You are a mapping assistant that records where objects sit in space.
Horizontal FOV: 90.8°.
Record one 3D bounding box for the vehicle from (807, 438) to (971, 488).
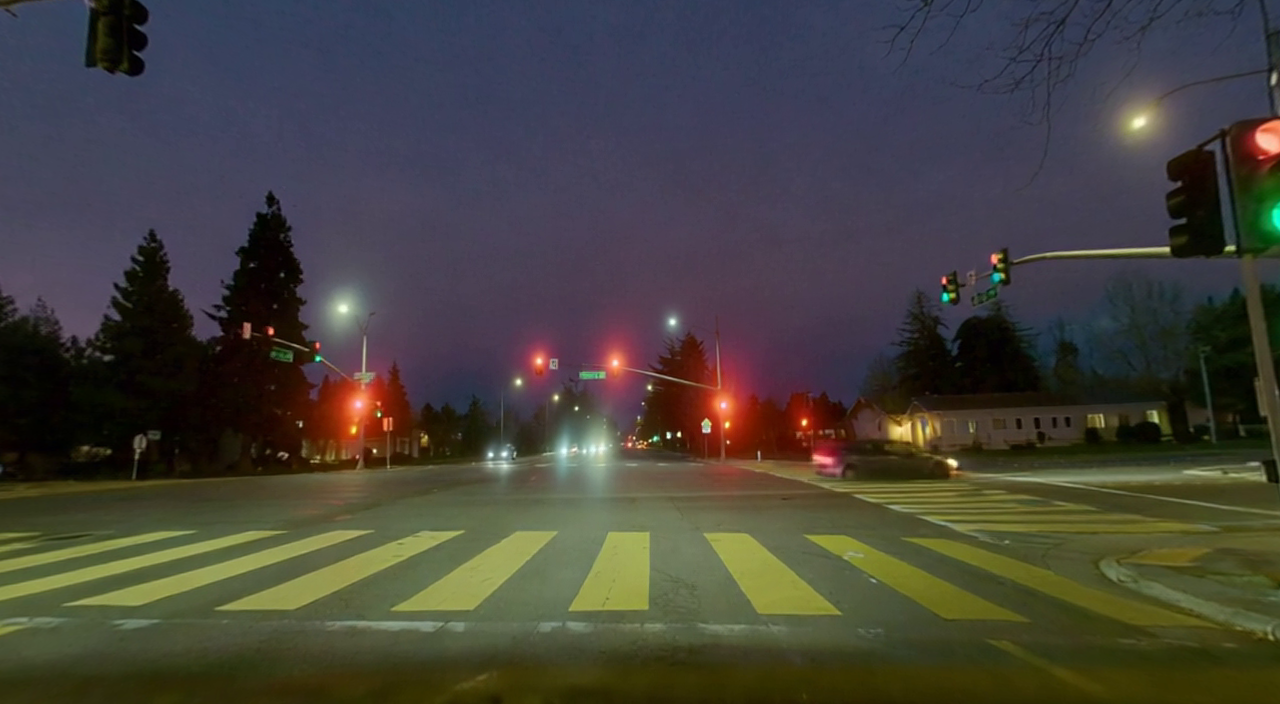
[{"bbox_3d":[8.251,3.724,21.337,4.734,1.585,1.940,-1,-8,5],"label":"vehicle"}]
